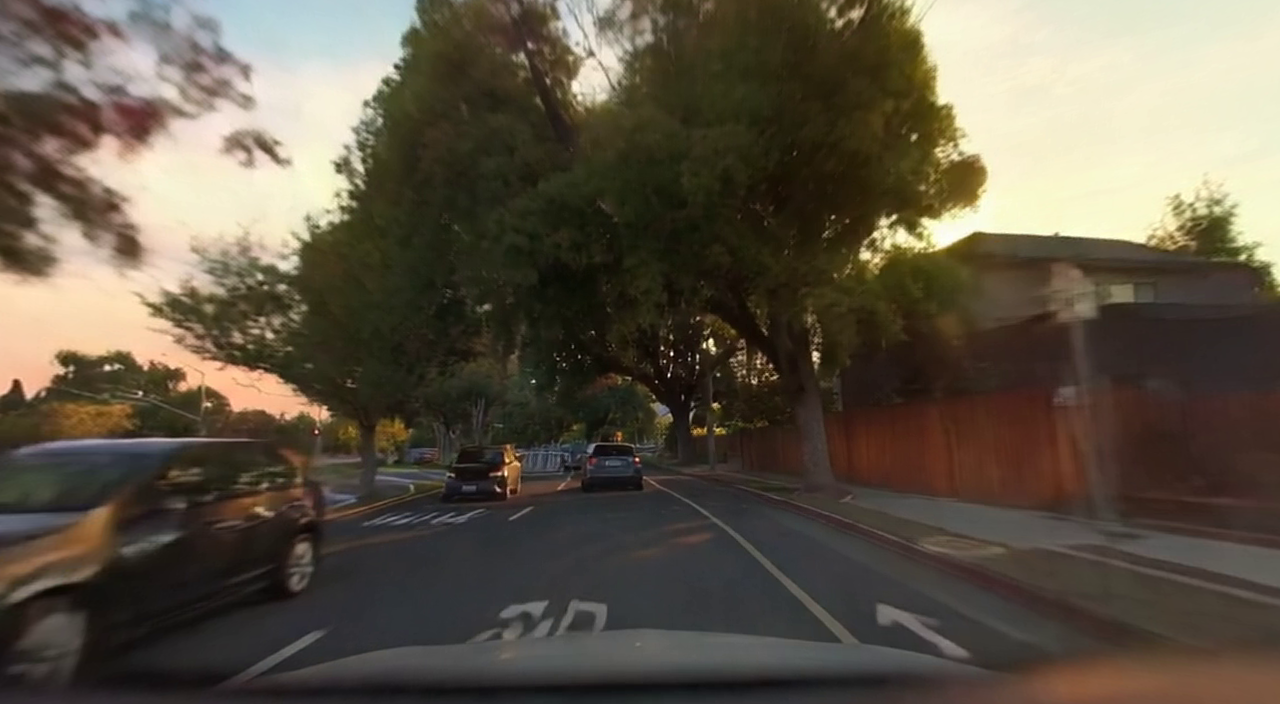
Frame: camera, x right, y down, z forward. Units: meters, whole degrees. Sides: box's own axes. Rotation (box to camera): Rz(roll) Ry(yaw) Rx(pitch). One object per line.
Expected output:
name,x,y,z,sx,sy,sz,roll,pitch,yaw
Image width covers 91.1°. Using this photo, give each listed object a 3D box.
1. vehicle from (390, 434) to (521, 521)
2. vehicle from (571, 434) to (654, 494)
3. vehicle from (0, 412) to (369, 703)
vehicle,-3.722,2.565,13.389,1.986,1.561,3.805,1,-8,-6
vehicle,-0.999,3.464,19.762,2.290,1.653,4.127,1,-8,-7
vehicle,-3.966,1.191,4.087,2.067,1.546,4.988,2,-7,1
